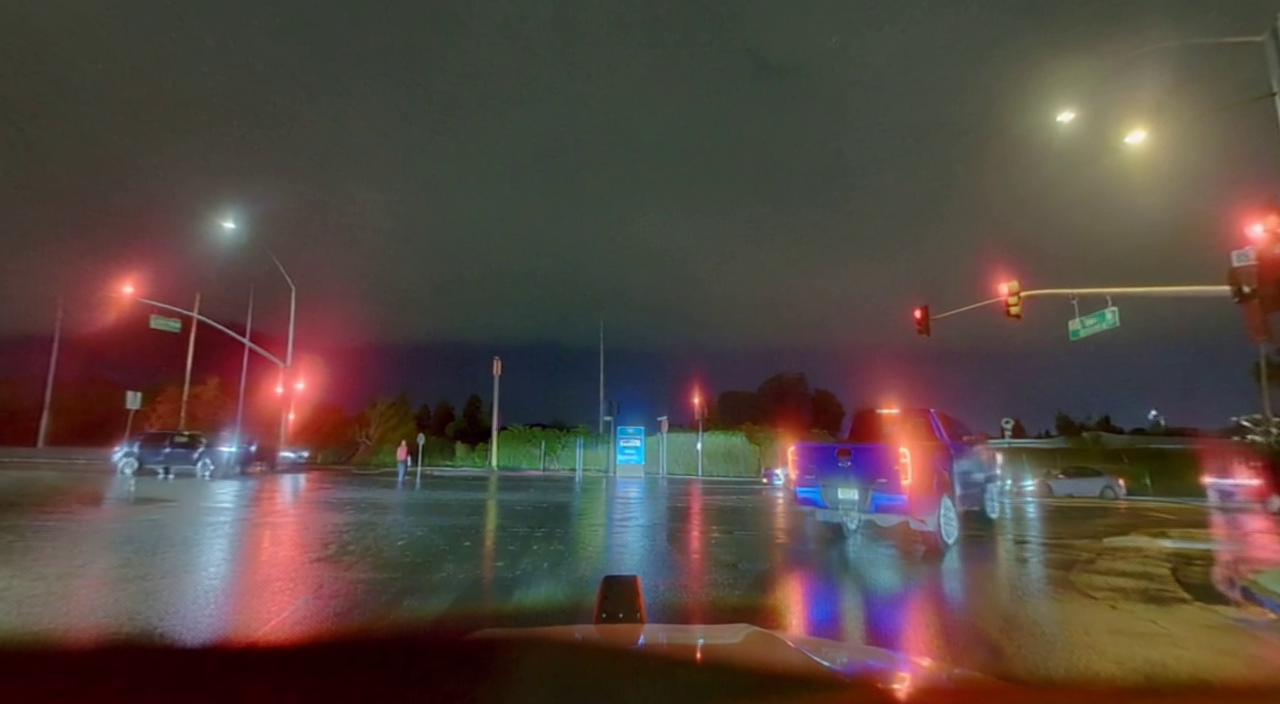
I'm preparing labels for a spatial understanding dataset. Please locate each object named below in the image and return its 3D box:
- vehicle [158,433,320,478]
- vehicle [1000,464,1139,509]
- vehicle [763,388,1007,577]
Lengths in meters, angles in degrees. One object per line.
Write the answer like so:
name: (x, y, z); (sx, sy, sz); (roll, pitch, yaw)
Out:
vehicle: (-15.218, 3.937, 24.163); (1.964, 1.525, 4.750); (-7, -11, 40)
vehicle: (17.891, 5.610, 26.386); (4.356, 1.498, 1.957); (-3, -8, -2)
vehicle: (4.724, 2.148, 11.379); (2.851, 2.400, 5.978); (-5, -10, 32)
